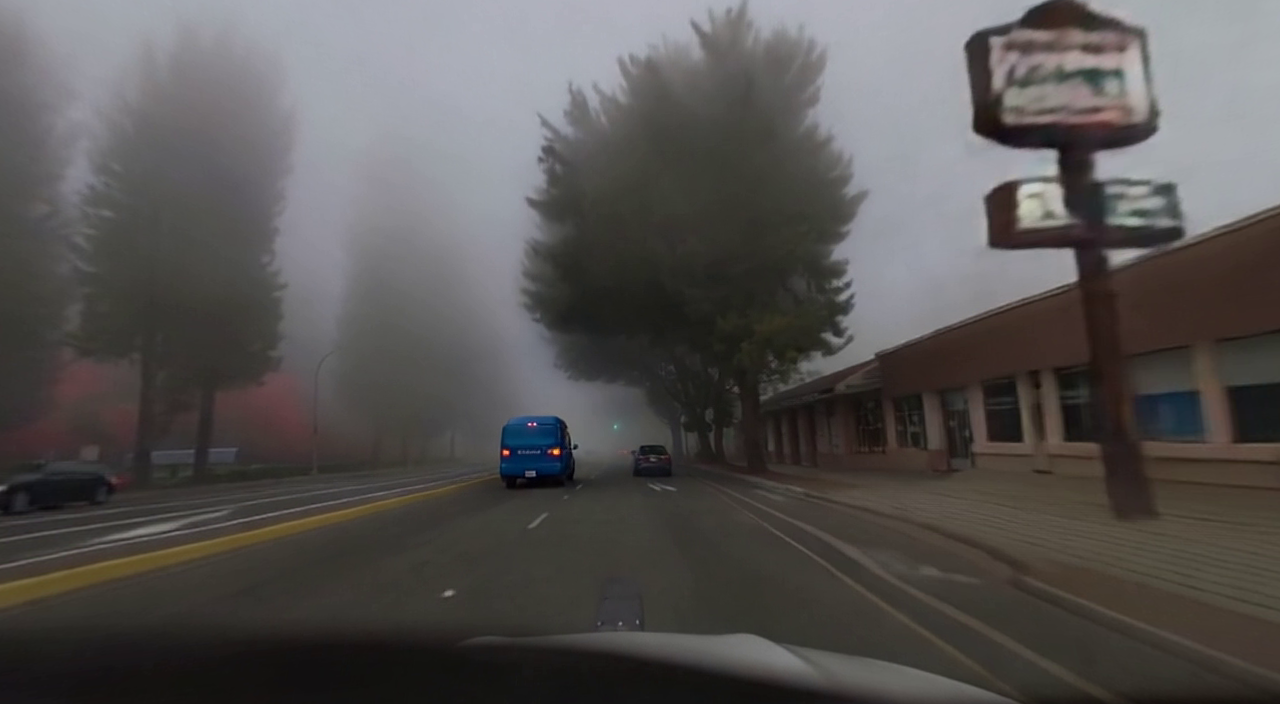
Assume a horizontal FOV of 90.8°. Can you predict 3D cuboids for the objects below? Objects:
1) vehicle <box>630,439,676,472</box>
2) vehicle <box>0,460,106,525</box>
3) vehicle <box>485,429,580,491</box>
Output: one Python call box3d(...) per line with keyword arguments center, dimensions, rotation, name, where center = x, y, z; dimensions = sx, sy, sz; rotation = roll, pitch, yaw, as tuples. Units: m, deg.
box3d(center=(0.566, 5.023, 30.776), dimensions=(2.103, 1.487, 4.101), rotation=(0, -9, -1), name="vehicle")
box3d(center=(-15.775, 3.380, 14.938), dimensions=(1.912, 1.432, 5.070), rotation=(-3, -9, 0), name="vehicle")
box3d(center=(-3.391, 3.557, 21.118), dimensions=(2.464, 1.777, 5.128), rotation=(0, -9, -2), name="vehicle")
